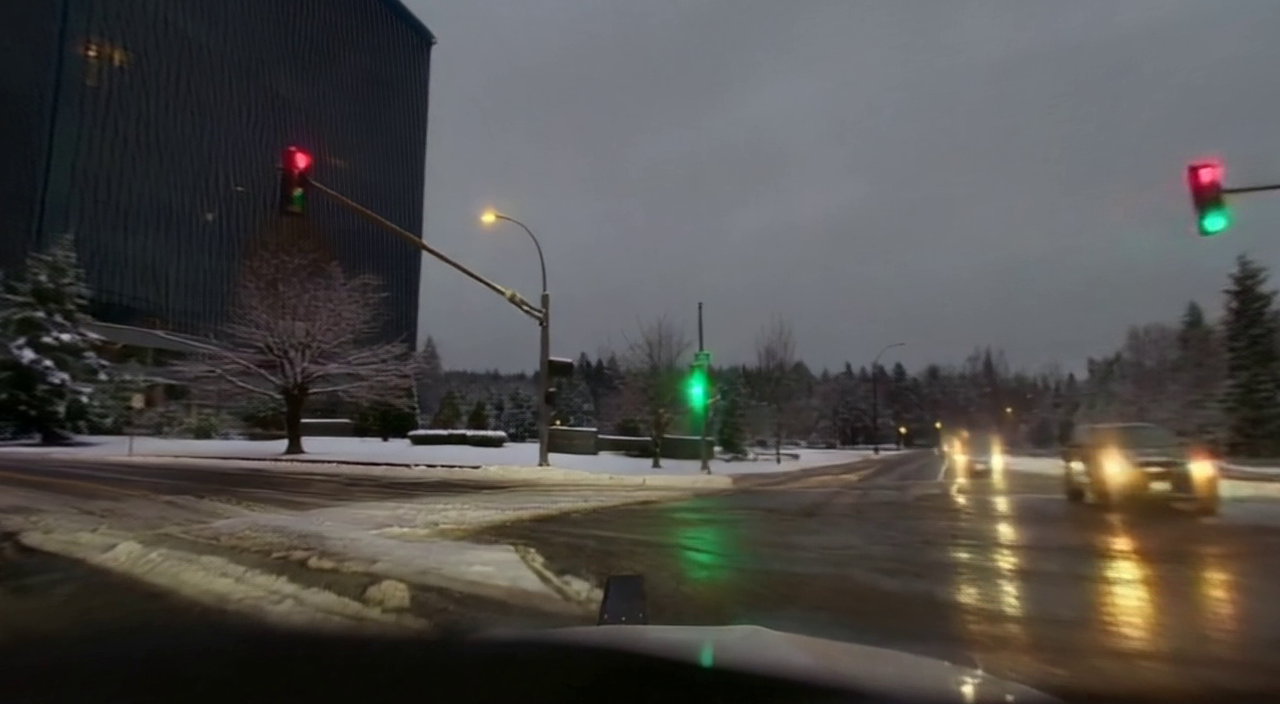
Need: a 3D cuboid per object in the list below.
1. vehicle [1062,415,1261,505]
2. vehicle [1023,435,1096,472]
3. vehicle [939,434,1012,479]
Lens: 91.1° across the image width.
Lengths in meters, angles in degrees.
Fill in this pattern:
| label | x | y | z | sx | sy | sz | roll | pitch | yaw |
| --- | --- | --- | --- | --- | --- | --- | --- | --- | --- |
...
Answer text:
| label | x | y | z | sx | sy | sz | roll | pitch | yaw |
| --- | --- | --- | --- | --- | --- | --- | --- | --- | --- |
| vehicle | 11.675 | 2.432 | 14.558 | 2.018 | 1.699 | 4.751 | -3 | -9 | 21 |
| vehicle | 17.938 | 4.334 | 27.045 | 1.973 | 1.456 | 4.287 | -4 | -9 | 26 |
| vehicle | 12.369 | 3.837 | 23.290 | 2.068 | 1.486 | 4.664 | -4 | -10 | 27 |
